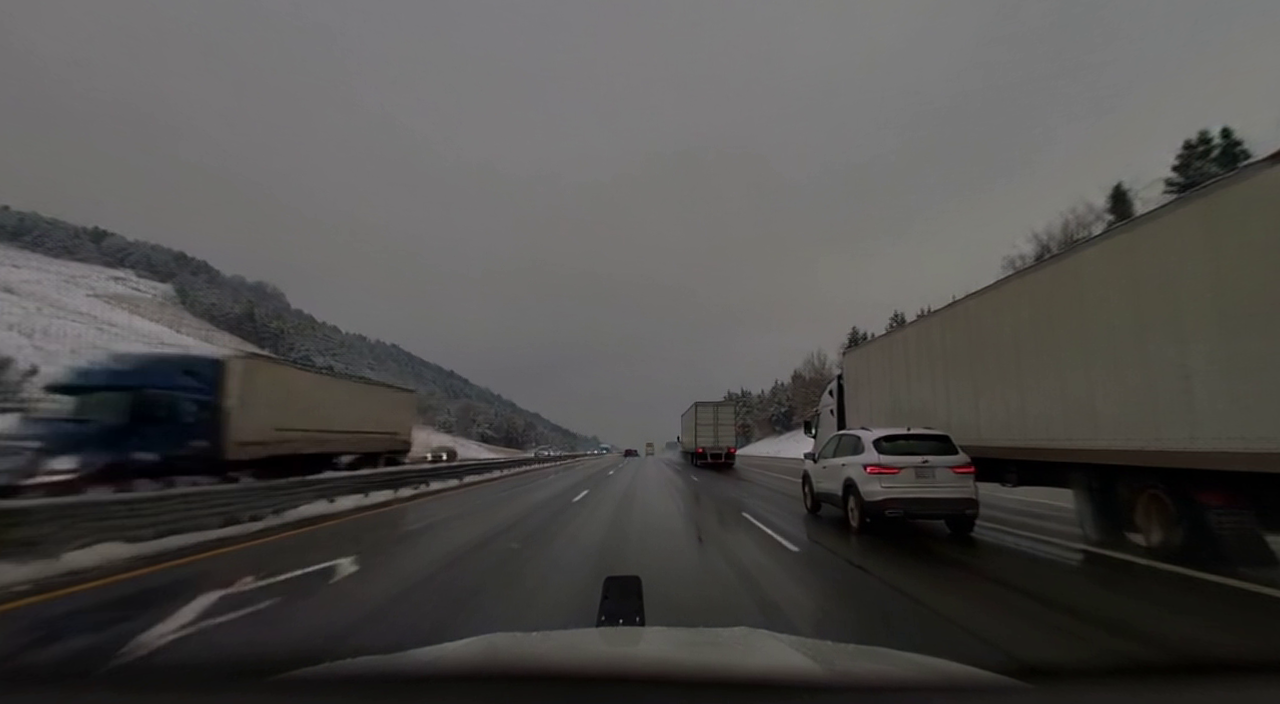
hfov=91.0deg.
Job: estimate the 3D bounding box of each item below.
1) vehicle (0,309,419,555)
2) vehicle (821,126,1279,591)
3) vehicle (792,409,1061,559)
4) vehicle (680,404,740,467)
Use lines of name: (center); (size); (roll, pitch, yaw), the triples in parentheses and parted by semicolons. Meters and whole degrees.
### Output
vehicle: (-9.210, 2.010, 14.855); (3.049, 3.230, 13.174); (0, -9, 1)
vehicle: (7.411, 1.123, 12.697); (2.947, 4.199, 16.175); (0, -9, 1)
vehicle: (3.858, 1.863, 9.520); (2.055, 1.737, 4.224); (0, -9, 0)
vehicle: (4.736, 6.075, 45.071); (3.049, 3.968, 10.706); (0, -9, 0)
